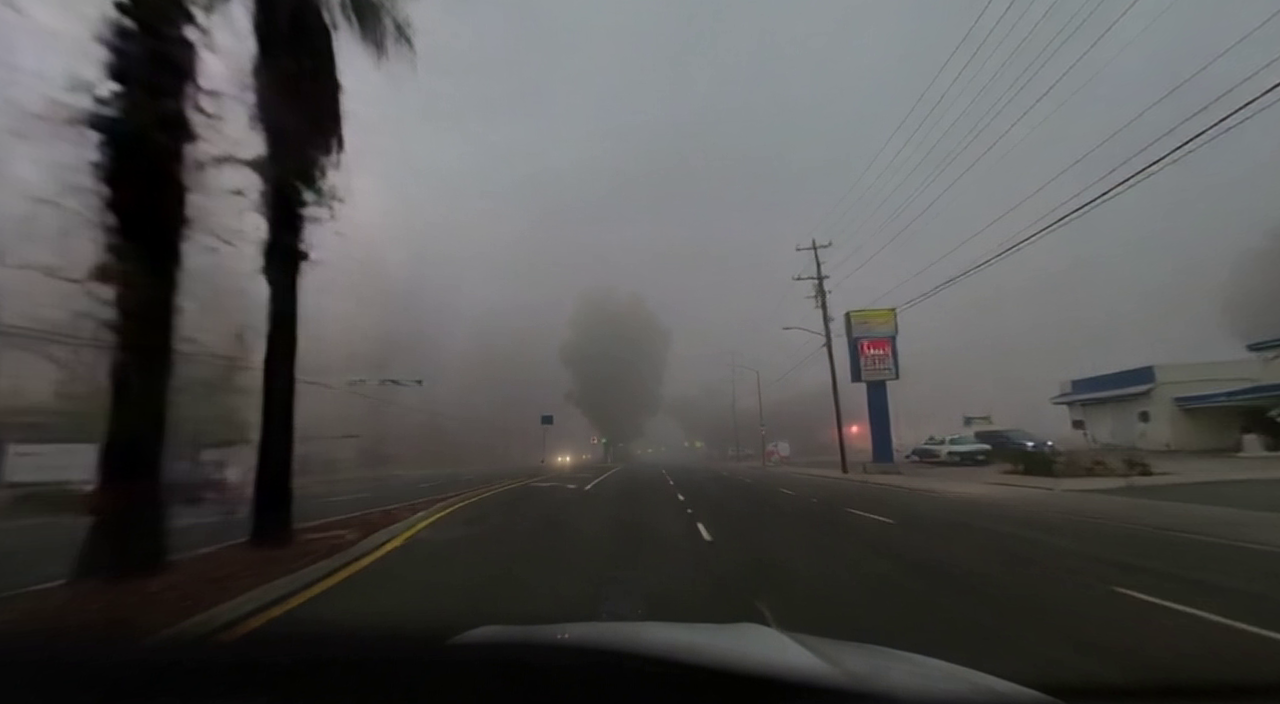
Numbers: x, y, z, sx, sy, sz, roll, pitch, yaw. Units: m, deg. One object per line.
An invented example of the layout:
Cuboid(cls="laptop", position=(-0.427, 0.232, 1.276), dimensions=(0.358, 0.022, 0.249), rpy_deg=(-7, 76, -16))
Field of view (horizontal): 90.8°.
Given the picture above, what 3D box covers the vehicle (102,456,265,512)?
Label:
Cuboid(cls="vehicle", position=(-14.405, 4.141, 20.357), dimensions=(1.924, 1.528, 4.416), rpy_deg=(0, -9, 0))
